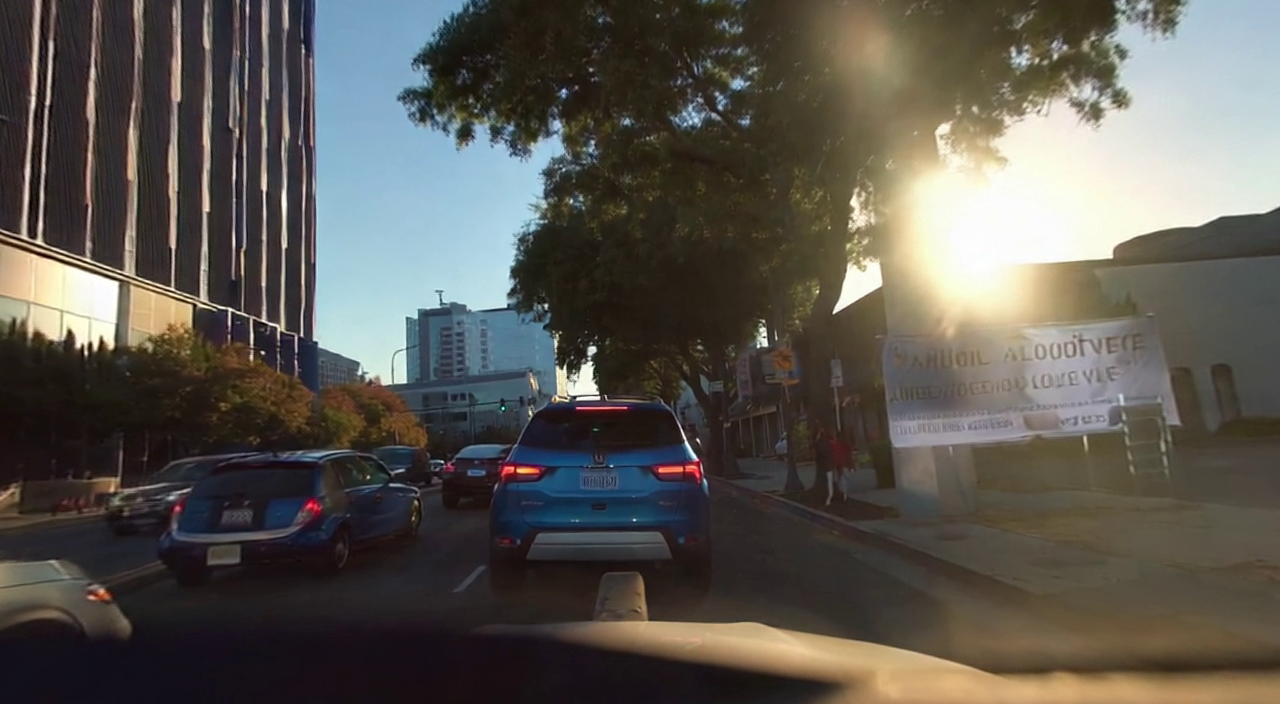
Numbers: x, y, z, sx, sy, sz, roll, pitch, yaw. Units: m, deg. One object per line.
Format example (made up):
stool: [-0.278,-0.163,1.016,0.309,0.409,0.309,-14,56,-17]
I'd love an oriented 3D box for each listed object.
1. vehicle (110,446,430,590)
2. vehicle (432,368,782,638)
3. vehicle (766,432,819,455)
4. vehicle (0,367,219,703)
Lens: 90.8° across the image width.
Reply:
vehicle: [-4.561,2.047,8.799,1.876,1.448,4.464,0,-8,-2]
vehicle: [-0.373,1.404,6.866,2.531,1.930,4.382,0,-8,-4]
vehicle: [10.231,6.155,42.154,1.877,1.416,3.965,-8,-12,38]
vehicle: [-3.174,0.723,1.044,1.971,1.658,4.428,0,-8,-2]
